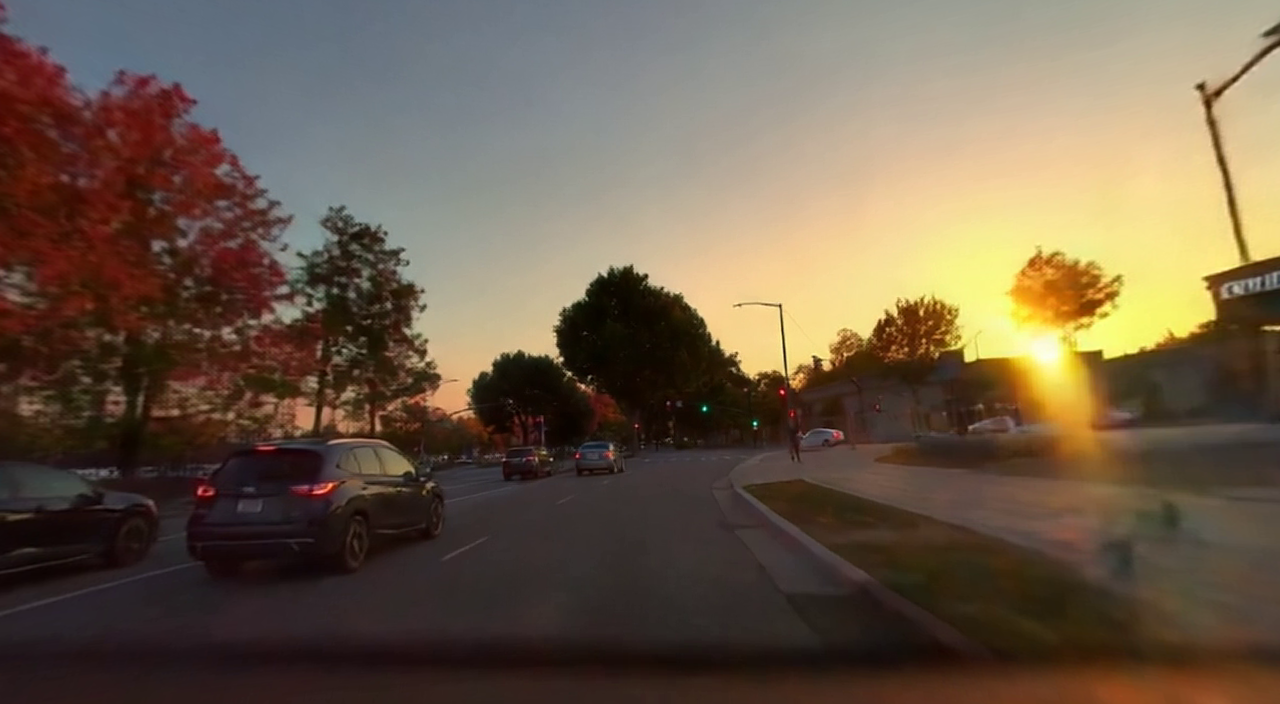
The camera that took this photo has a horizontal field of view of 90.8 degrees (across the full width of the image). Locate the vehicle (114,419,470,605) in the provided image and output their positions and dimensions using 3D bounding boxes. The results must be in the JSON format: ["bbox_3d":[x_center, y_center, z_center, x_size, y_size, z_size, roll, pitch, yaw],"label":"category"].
[{"bbox_3d":[-3.822,1.787,8.006,2.002,1.664,4.113,-2,-8,3],"label":"vehicle"}]

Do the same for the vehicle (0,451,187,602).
[{"bbox_3d":[-7.705,1.958,7.258,1.974,1.558,3.949,-2,-9,2],"label":"vehicle"}]

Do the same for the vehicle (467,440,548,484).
[{"bbox_3d":[-5.827,4.914,28.459,2.160,1.779,4.549,-2,-9,8],"label":"vehicle"}]

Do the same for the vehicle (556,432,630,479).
[{"bbox_3d":[-1.921,4.470,27.427,2.167,1.832,4.679,-2,-9,9],"label":"vehicle"}]
